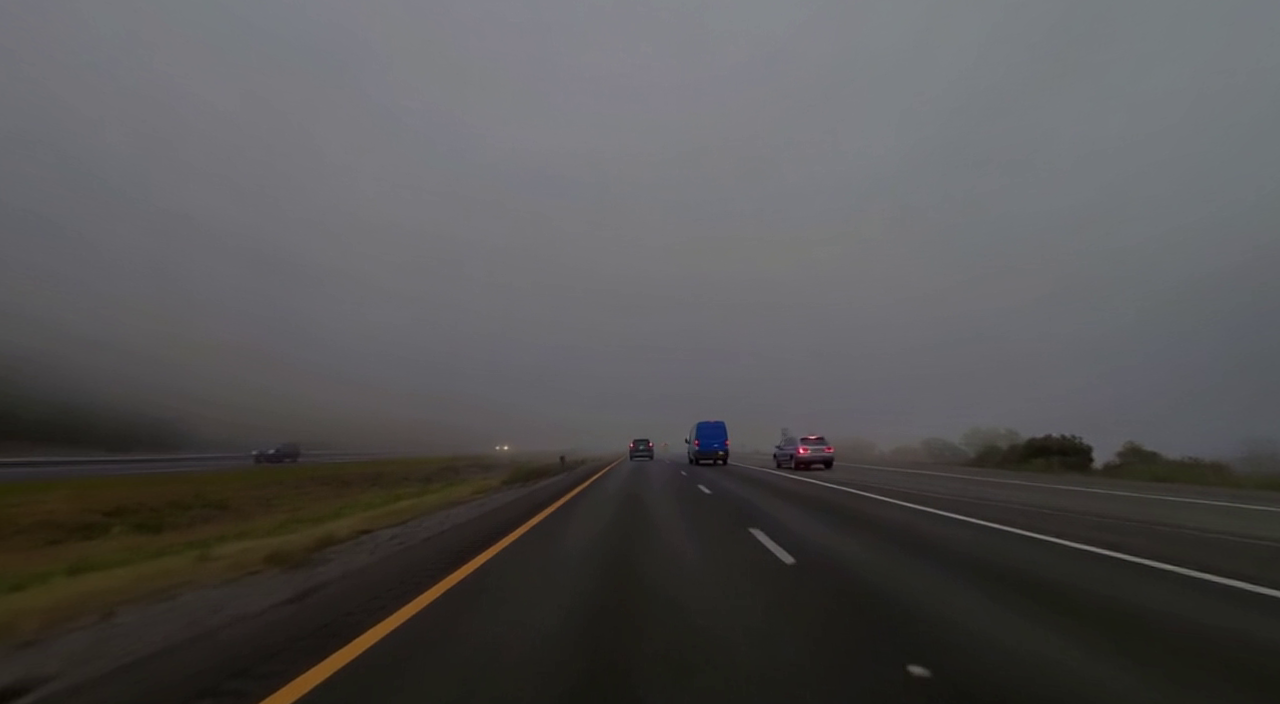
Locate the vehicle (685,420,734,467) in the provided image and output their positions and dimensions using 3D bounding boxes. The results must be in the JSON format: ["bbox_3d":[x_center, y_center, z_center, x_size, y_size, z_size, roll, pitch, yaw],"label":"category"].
[{"bbox_3d":[4.156,5.651,38.900,2.302,2.670,6.176,0,-8,0],"label":"vehicle"}]

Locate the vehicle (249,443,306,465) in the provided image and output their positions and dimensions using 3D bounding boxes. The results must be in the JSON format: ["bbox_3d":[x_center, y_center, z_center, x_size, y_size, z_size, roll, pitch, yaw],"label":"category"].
[{"bbox_3d":[-28.196,7.924,49.246,1.838,1.598,4.428,0,-8,0],"label":"vehicle"}]

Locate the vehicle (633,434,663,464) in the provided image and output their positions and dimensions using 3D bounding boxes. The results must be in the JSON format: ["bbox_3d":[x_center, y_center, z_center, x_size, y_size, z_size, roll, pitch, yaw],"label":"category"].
[{"bbox_3d":[0.530,7.275,47.311,2.131,2.122,4.473,0,-8,-1],"label":"vehicle"}]

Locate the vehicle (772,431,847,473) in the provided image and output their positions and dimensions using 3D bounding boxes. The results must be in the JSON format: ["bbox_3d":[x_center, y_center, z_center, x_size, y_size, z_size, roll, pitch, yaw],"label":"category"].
[{"bbox_3d":[8.188,4.888,31.031,2.240,1.925,4.854,0,-8,-1],"label":"vehicle"}]
